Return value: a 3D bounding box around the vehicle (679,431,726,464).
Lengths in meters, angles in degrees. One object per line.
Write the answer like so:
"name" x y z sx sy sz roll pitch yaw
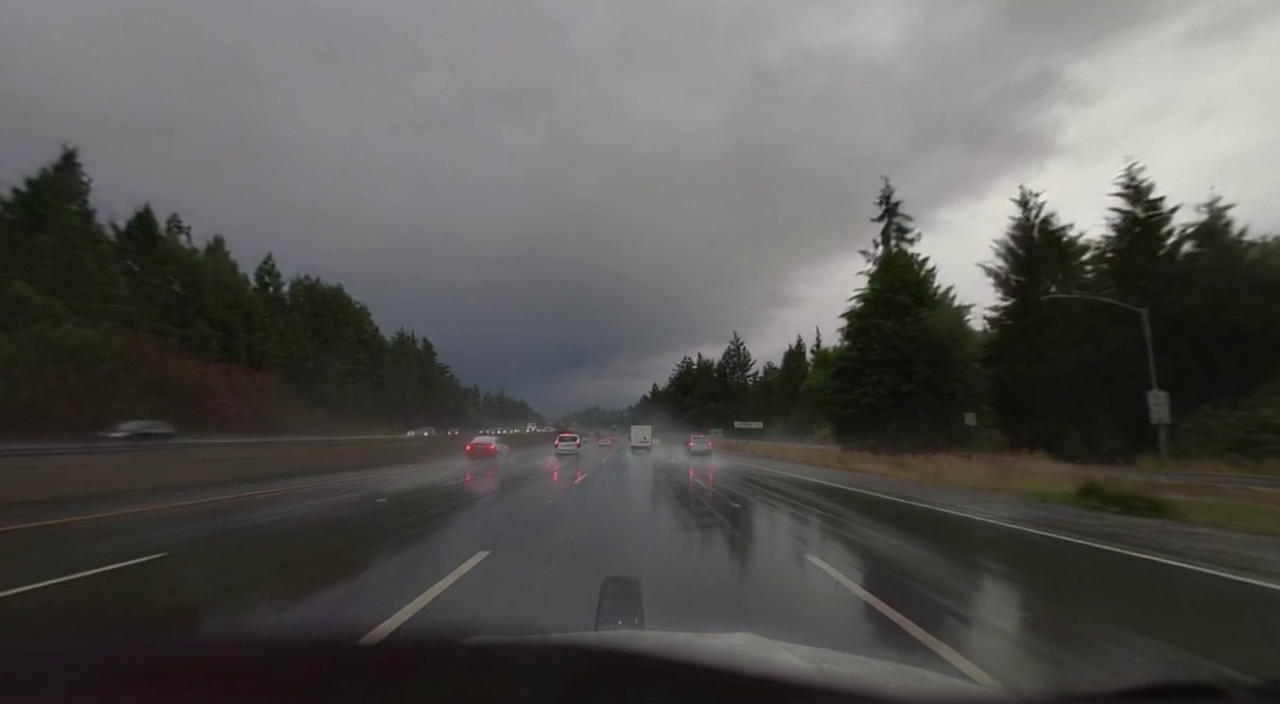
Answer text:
"vehicle" 3.338 5.226 34.511 2.053 1.698 4.097 0 -9 -1

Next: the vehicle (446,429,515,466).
"vehicle" -7.965 4.831 31.901 2.237 1.703 4.681 0 -9 0

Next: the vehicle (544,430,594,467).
"vehicle" -3.479 4.831 31.559 2.002 1.680 4.301 0 -9 0

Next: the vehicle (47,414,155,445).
"vehicle" -27.410 4.016 32.183 1.839 1.478 4.058 0 -9 1
